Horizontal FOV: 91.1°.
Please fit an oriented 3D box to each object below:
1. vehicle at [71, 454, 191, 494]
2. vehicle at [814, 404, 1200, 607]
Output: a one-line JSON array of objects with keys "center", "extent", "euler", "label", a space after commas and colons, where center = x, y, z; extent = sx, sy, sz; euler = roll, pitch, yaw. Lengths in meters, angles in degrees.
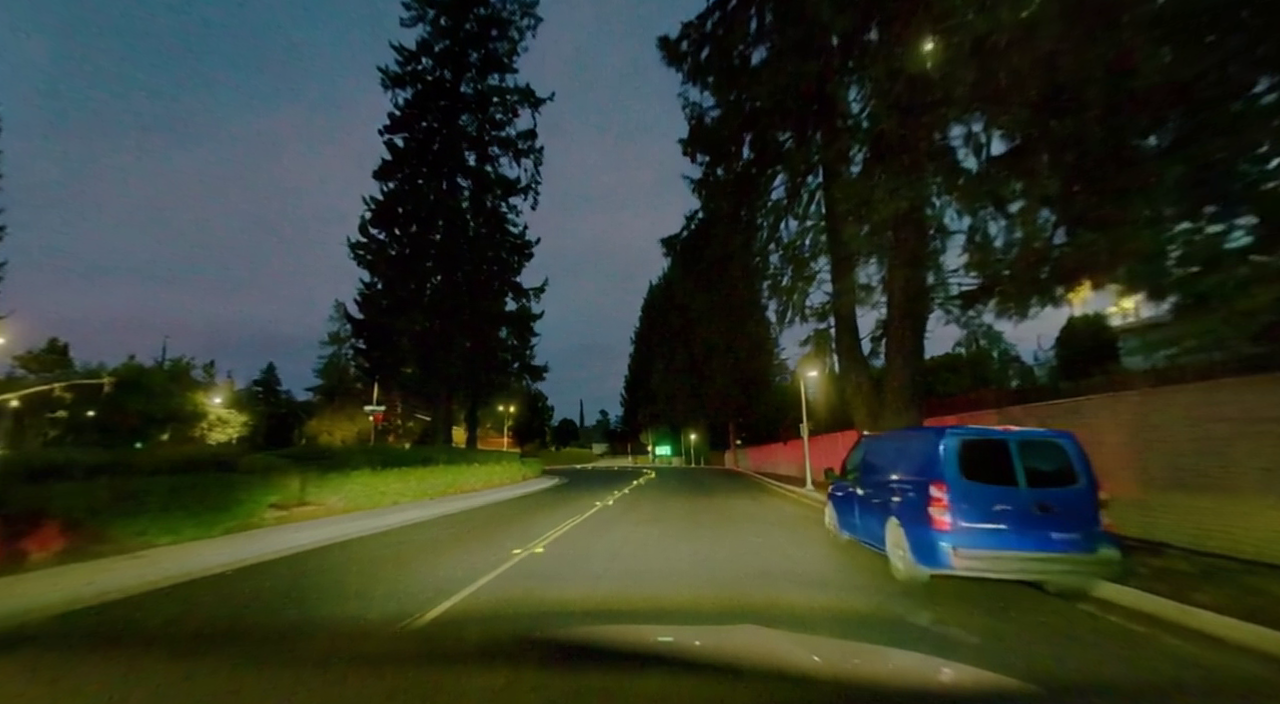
[{"center": [-29.190, 6.953, 36.302], "extent": [2.294, 1.843, 5.438], "euler": [-3, -8, 2], "label": "vehicle"}, {"center": [4.041, 1.773, 8.231], "extent": [2.323, 1.849, 4.691], "euler": [0, -9, 2], "label": "vehicle"}]
